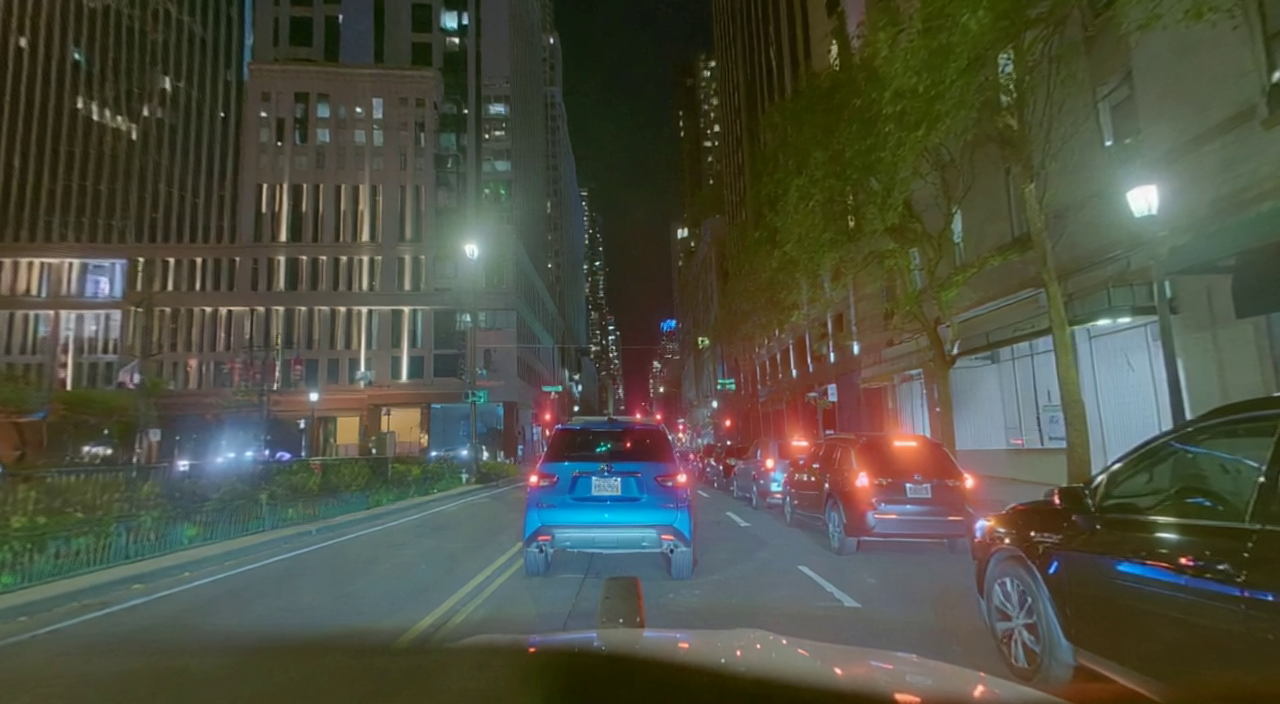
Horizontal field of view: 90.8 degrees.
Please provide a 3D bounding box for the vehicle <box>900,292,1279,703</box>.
[{"bbox_3d":[2.997,0.747,2.240,2.063,1.760,4.664,0,-9,-1],"label":"vehicle"}]

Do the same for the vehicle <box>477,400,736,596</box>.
[{"bbox_3d":[-0.342,1.578,7.627,2.249,1.684,4.084,0,-9,-1],"label":"vehicle"}]

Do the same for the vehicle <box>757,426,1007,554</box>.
[{"bbox_3d":[3.288,1.981,9.808,1.941,1.482,4.632,0,-9,-2],"label":"vehicle"}]

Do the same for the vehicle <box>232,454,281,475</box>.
[{"bbox_3d":[-28.151,8.228,46.513,1.967,1.428,4.832,3,-9,-18],"label":"vehicle"}]
